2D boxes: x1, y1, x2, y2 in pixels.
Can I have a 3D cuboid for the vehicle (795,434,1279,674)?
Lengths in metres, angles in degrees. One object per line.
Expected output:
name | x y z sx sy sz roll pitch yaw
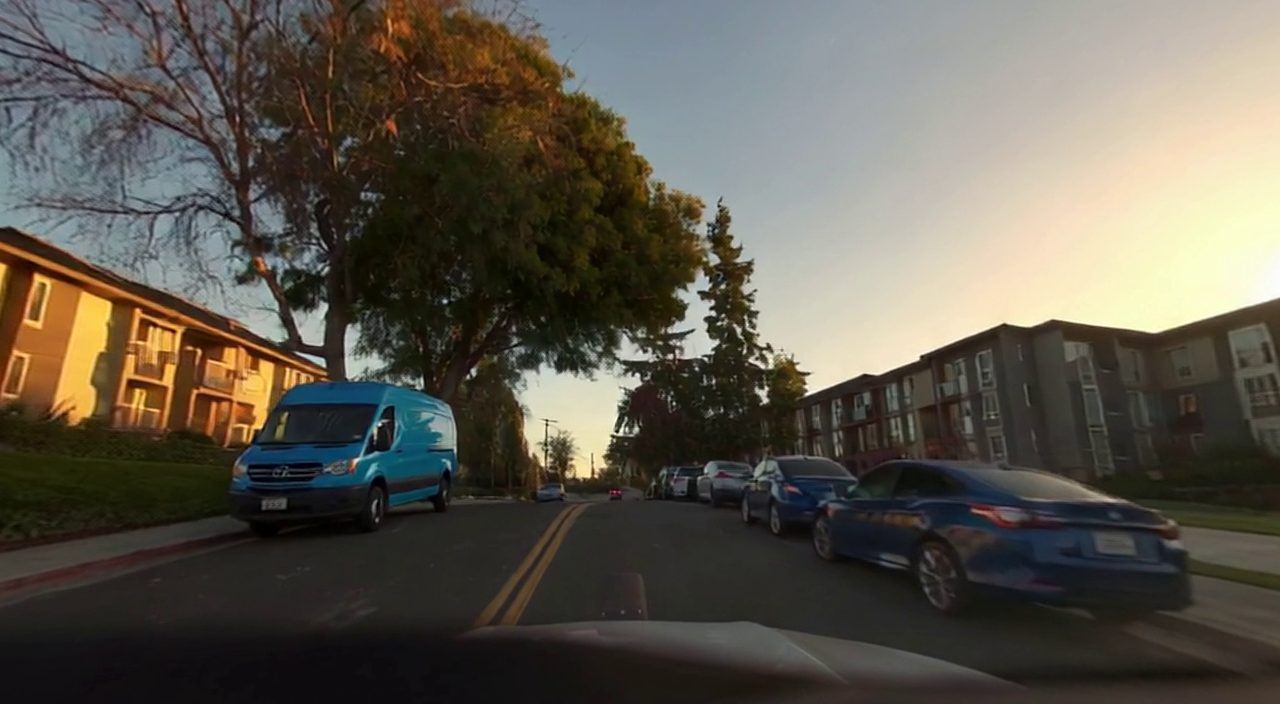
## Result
vehicle | 3.033 1.561 6.097 1.827 1.436 4.322 0 -9 -2

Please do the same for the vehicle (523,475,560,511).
vehicle | -6.729 9.643 43.491 2.090 1.674 4.457 -4 -4 -5

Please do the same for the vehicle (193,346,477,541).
vehicle | -5.178 1.744 12.417 2.546 2.664 6.863 -2 -8 -4
